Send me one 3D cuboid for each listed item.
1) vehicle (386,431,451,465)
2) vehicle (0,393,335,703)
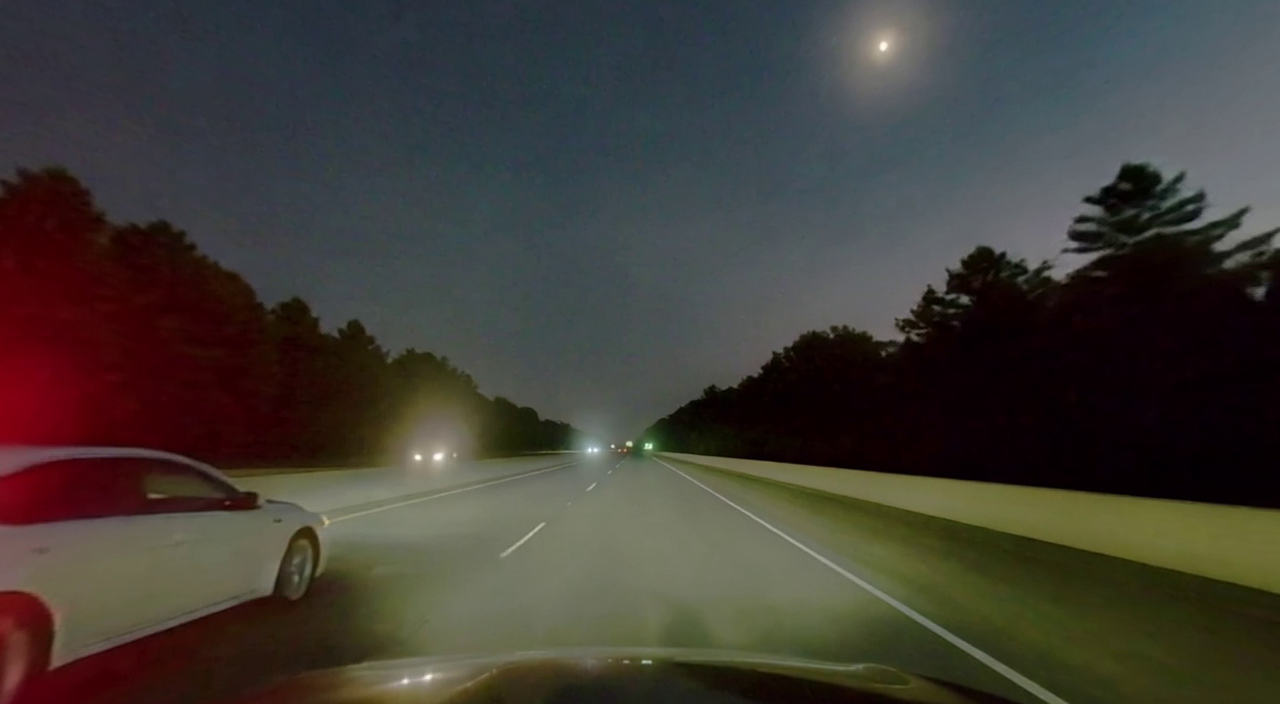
[{"bbox_3d":[-12.584,5.494,36.175,2.006,1.802,4.720,0,-9,0],"label":"vehicle"},{"bbox_3d":[-3.439,0.981,2.753,1.977,1.520,4.361,0,-9,1],"label":"vehicle"}]
